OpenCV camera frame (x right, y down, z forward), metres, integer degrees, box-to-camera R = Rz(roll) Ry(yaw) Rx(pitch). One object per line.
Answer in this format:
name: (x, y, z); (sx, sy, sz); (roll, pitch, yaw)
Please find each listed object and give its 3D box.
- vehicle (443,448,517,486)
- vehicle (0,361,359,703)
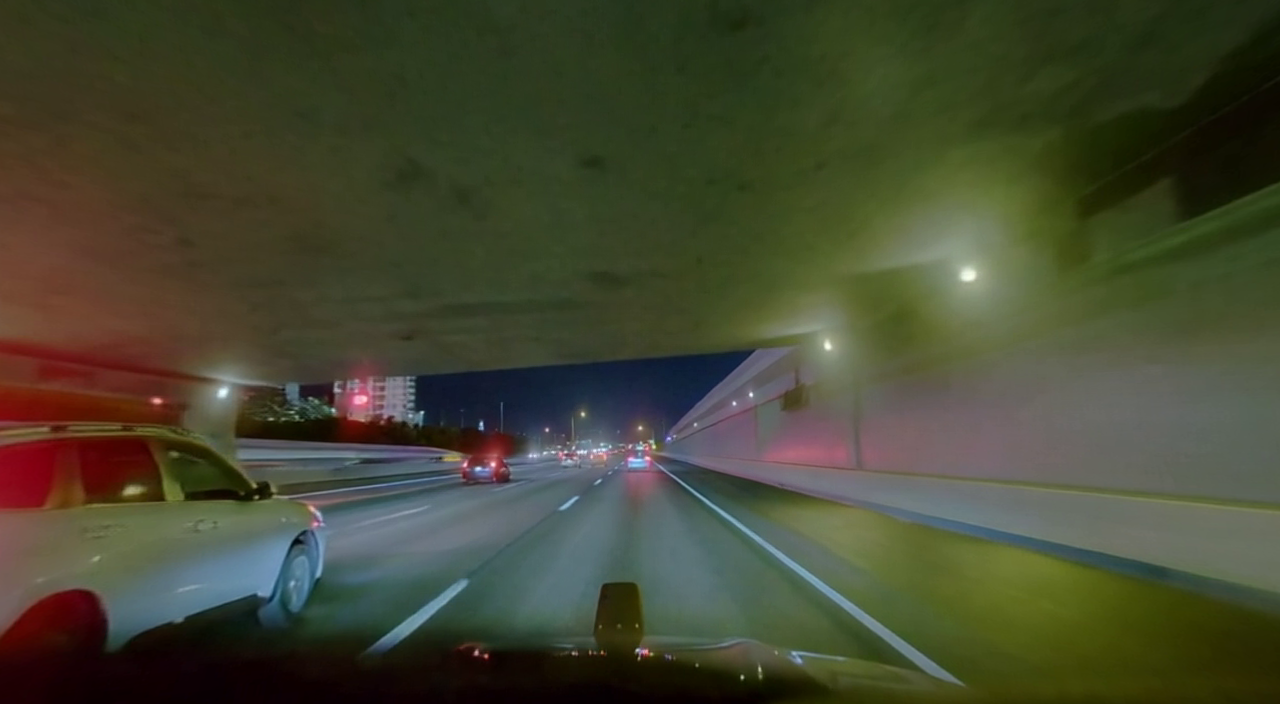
vehicle: (-7.203, 5.215, 28.921); (1.998, 1.542, 4.953); (0, -9, 1)
vehicle: (-3.792, 1.081, 3.808); (2.059, 1.725, 4.521); (0, -9, 0)
